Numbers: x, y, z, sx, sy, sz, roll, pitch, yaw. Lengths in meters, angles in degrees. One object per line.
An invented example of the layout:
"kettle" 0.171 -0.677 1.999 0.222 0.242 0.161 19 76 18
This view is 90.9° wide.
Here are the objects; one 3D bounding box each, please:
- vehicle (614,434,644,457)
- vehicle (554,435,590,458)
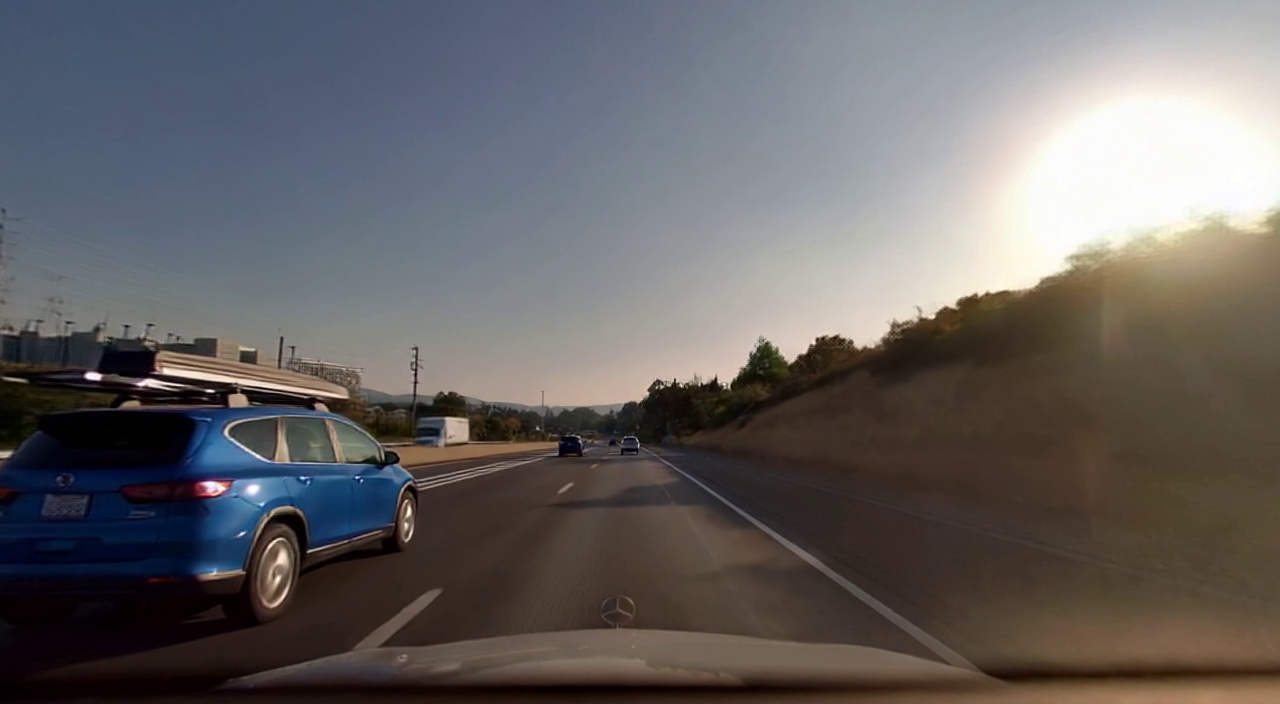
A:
"vehicle" -0.790 6.987 47.165 2.151 1.618 3.898 0 -8 -1
"vehicle" -4.959 6.933 46.528 2.189 1.580 4.607 0 -8 -1
